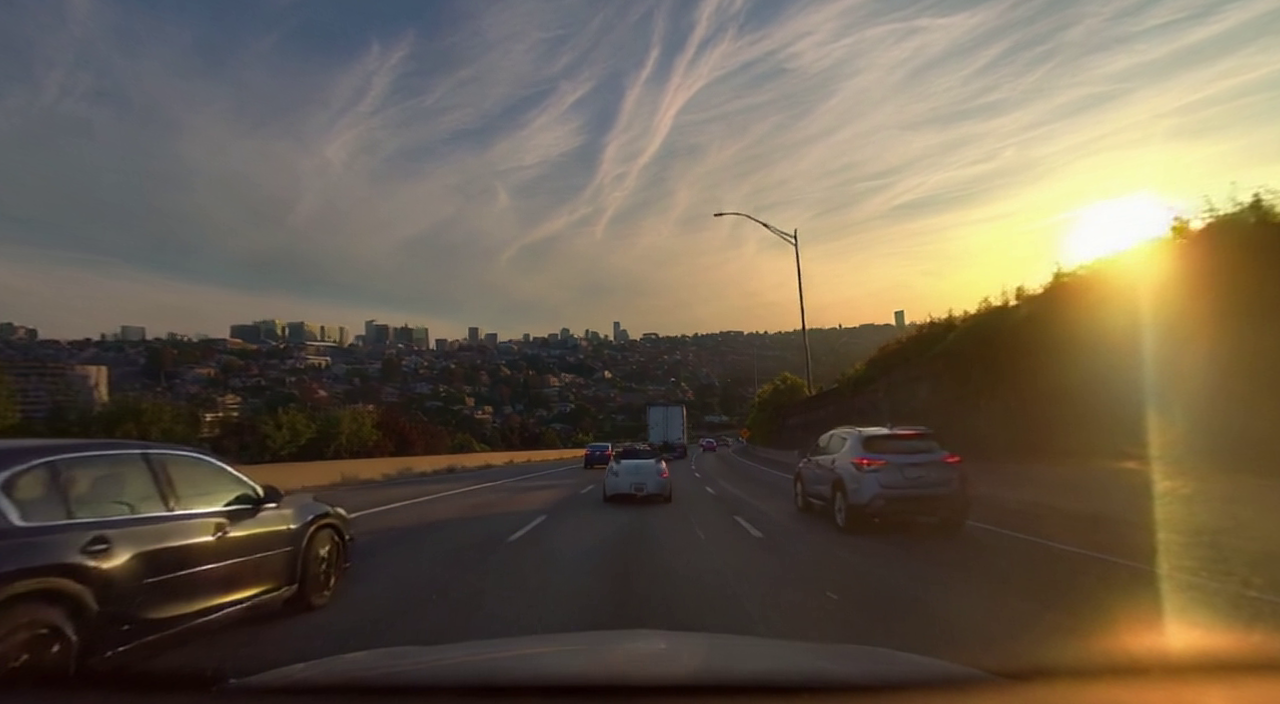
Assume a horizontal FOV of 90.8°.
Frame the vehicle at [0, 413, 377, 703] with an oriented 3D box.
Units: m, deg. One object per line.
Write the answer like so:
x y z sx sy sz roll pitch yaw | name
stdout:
-3.731 1.163 3.676 2.130 1.474 5.027 -1 -9 1 | vehicle

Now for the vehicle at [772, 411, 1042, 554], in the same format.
3.647 1.901 9.844 2.166 1.666 4.618 0 -9 0 | vehicle

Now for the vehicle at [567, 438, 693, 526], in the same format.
-0.145 2.520 12.785 2.136 1.470 3.971 -1 -9 1 | vehicle

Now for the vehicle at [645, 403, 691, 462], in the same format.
2.379 6.486 49.963 2.990 4.072 10.706 -1 -9 5 | vehicle
